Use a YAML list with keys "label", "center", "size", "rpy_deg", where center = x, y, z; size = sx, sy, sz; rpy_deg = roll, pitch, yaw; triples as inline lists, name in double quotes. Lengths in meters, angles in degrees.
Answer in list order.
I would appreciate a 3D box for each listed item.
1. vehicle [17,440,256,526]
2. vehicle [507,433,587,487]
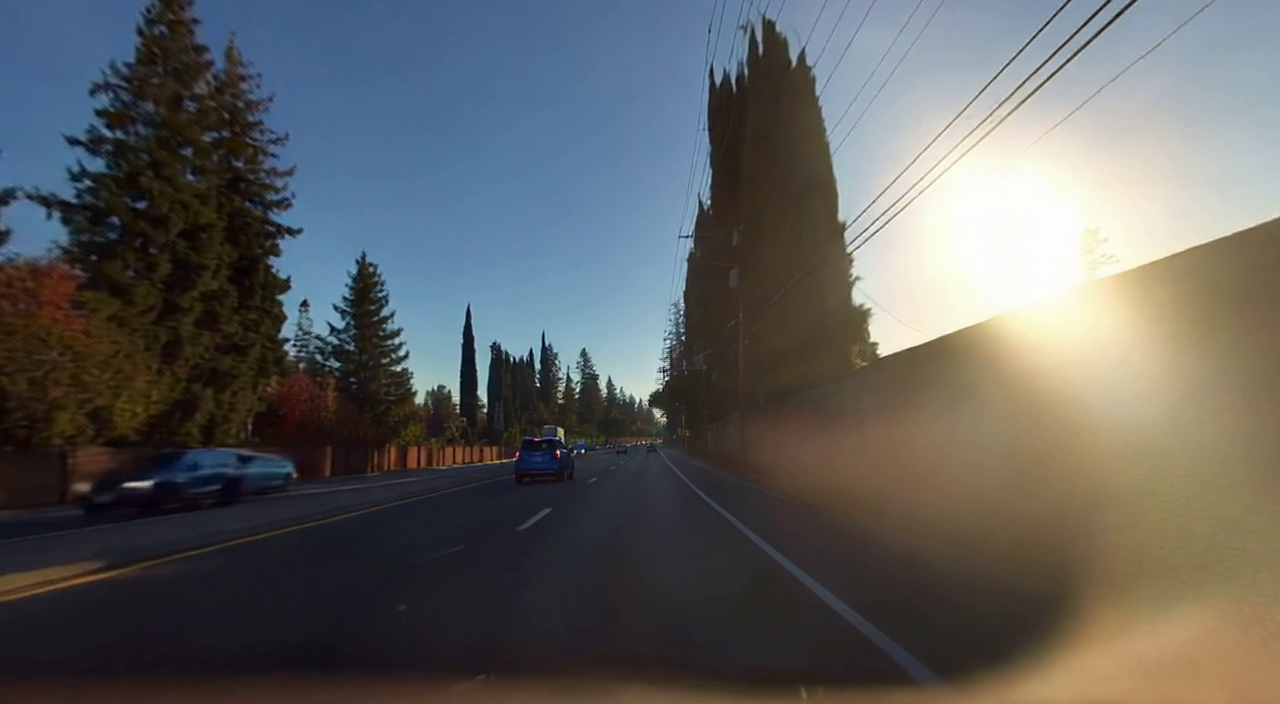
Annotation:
- label: "vehicle"
  center: [-11.740, 3.026, 15.231]
  size: [2.006, 1.731, 4.512]
  rpy_deg: [0, -8, 0]
- label: "vehicle"
  center: [-3.259, 3.904, 23.085]
  size: [2.147, 1.730, 4.555]
  rpy_deg: [0, -8, 1]
